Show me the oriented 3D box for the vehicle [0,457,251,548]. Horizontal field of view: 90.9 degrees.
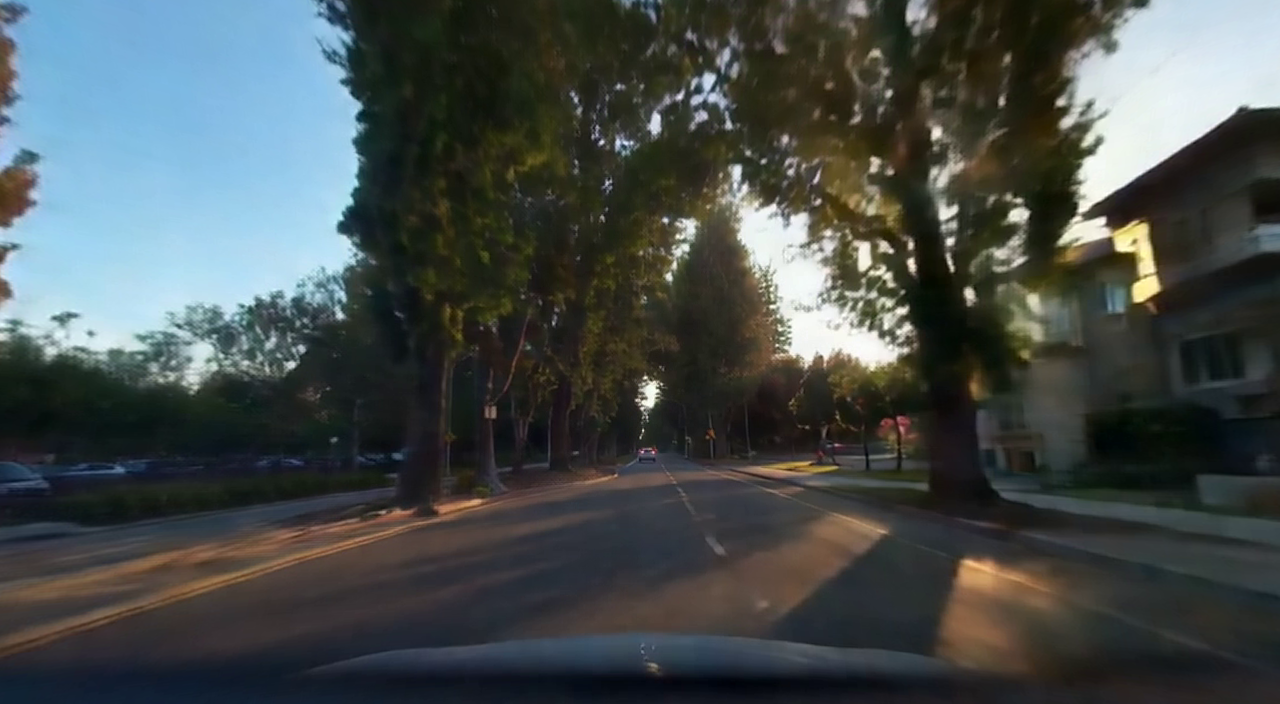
[{"bbox_3d":[-10.890,3.140,13.829,1.813,1.578,4.332,-1,-8,2],"label":"vehicle"}]
